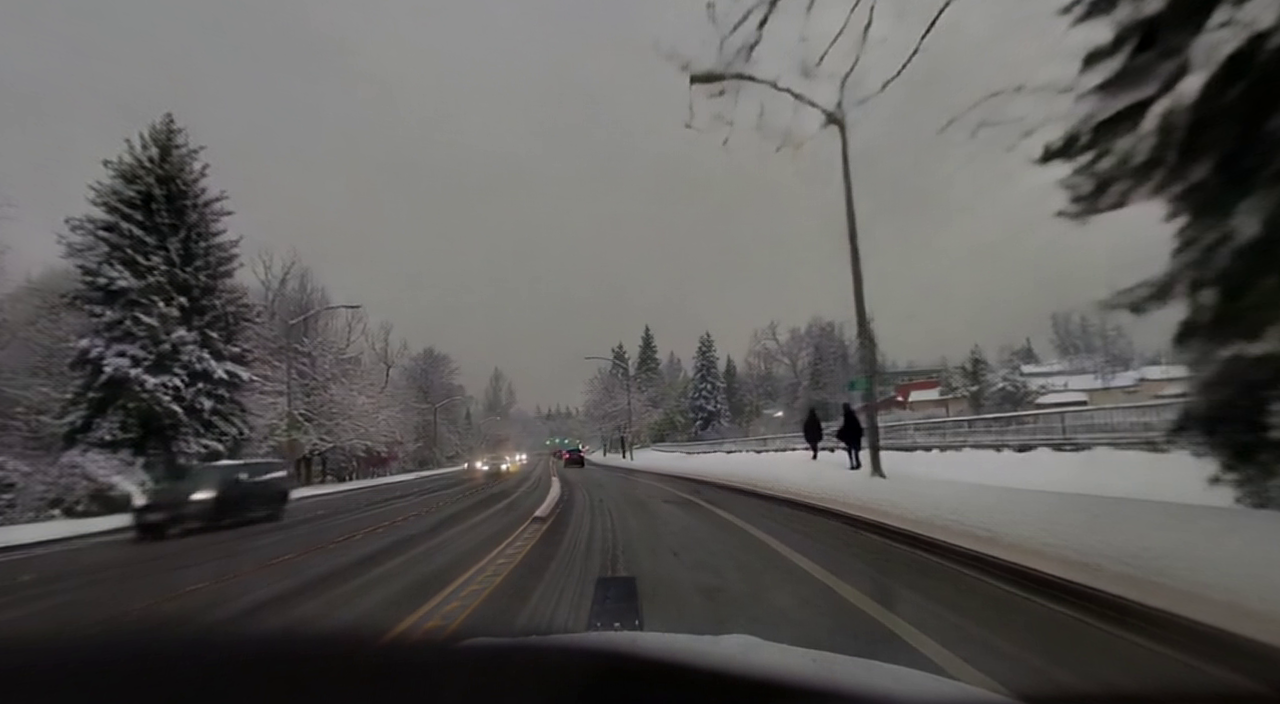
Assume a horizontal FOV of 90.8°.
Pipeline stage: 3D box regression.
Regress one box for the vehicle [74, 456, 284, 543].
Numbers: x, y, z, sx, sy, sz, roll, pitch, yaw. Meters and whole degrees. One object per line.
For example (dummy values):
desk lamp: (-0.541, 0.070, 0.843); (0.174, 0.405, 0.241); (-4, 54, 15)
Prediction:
vehicle: (-11.546, 3.659, 16.403); (2.150, 1.754, 4.667); (0, -8, -4)
